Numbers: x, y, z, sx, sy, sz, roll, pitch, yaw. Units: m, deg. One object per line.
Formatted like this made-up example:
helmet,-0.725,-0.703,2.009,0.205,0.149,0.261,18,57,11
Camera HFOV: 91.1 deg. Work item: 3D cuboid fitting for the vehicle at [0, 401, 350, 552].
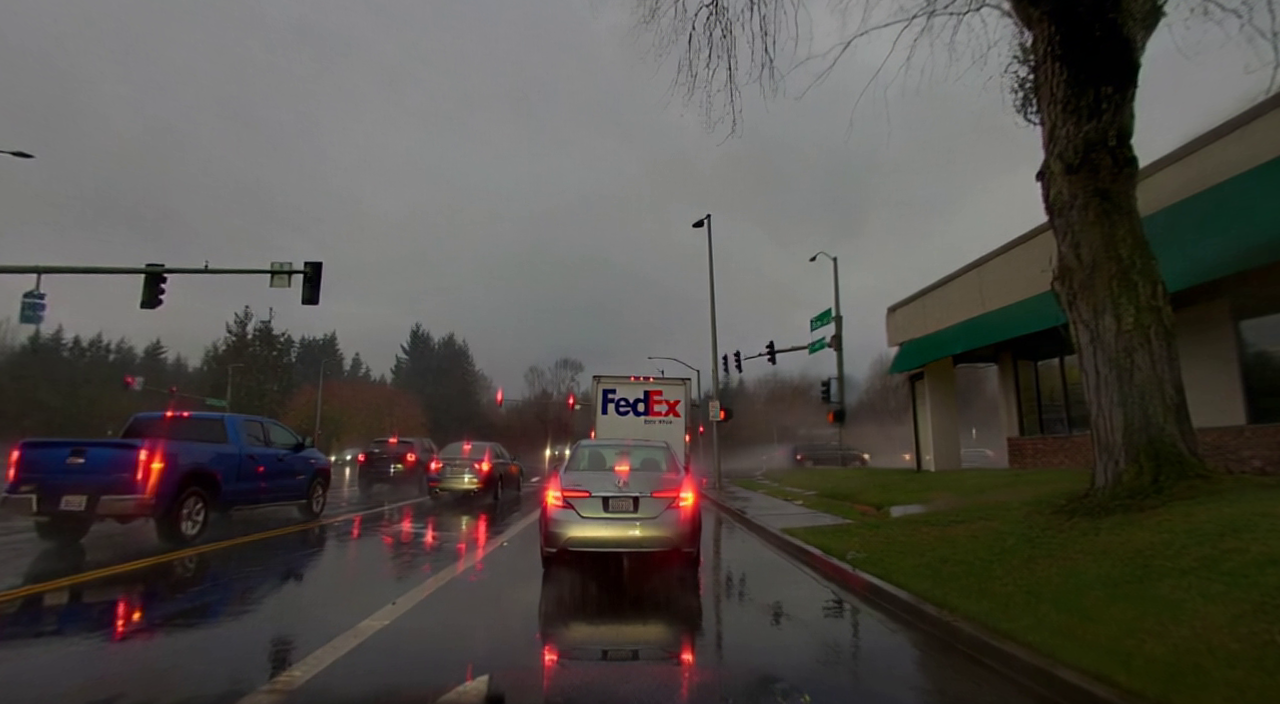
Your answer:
vehicle,-7.274,1.985,10.731,2.125,1.893,5.498,0,-9,-2

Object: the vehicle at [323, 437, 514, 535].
vehicle,-3.865,2.398,11.942,1.949,1.487,4.390,0,-9,1

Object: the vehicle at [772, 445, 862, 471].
vehicle,10.351,6.222,37.068,4.794,1.481,1.968,-1,-9,7

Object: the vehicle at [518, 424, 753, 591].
vehicle,-0.045,1.746,7.949,2.145,1.513,4.269,0,-9,0
